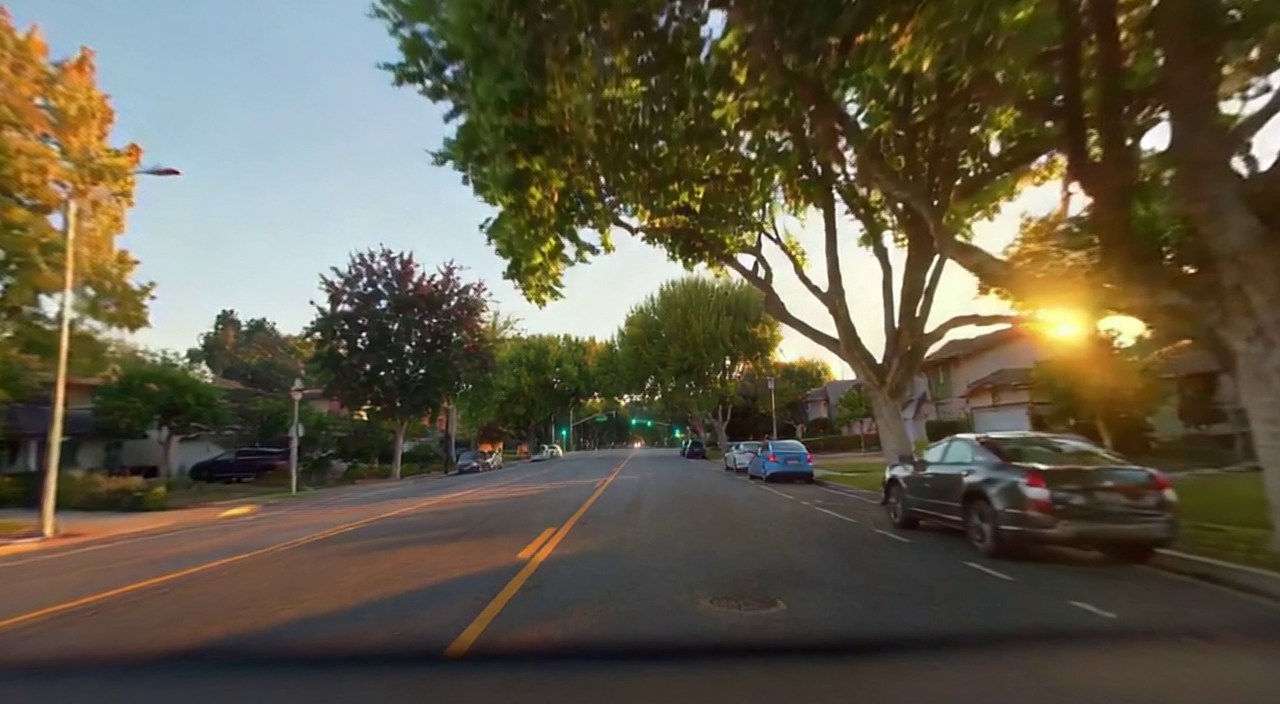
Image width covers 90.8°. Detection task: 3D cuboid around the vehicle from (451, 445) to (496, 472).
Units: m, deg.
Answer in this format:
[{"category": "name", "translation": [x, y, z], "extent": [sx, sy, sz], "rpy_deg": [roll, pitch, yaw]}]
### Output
[{"category": "vehicle", "translation": [-10.816, 6.940, 41.286], "extent": [1.845, 1.626, 4.105], "rpy_deg": [0, -8, -1]}]

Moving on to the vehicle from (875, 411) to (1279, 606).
[{"category": "vehicle", "translation": [4.657, 1.599, 7.485], "extent": [1.934, 1.573, 4.547], "rpy_deg": [0, -8, -1]}]

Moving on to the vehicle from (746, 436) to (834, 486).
[{"category": "vehicle", "translation": [4.993, 3.675, 21.675], "extent": [1.924, 1.516, 4.163], "rpy_deg": [0, -8, -1]}]
